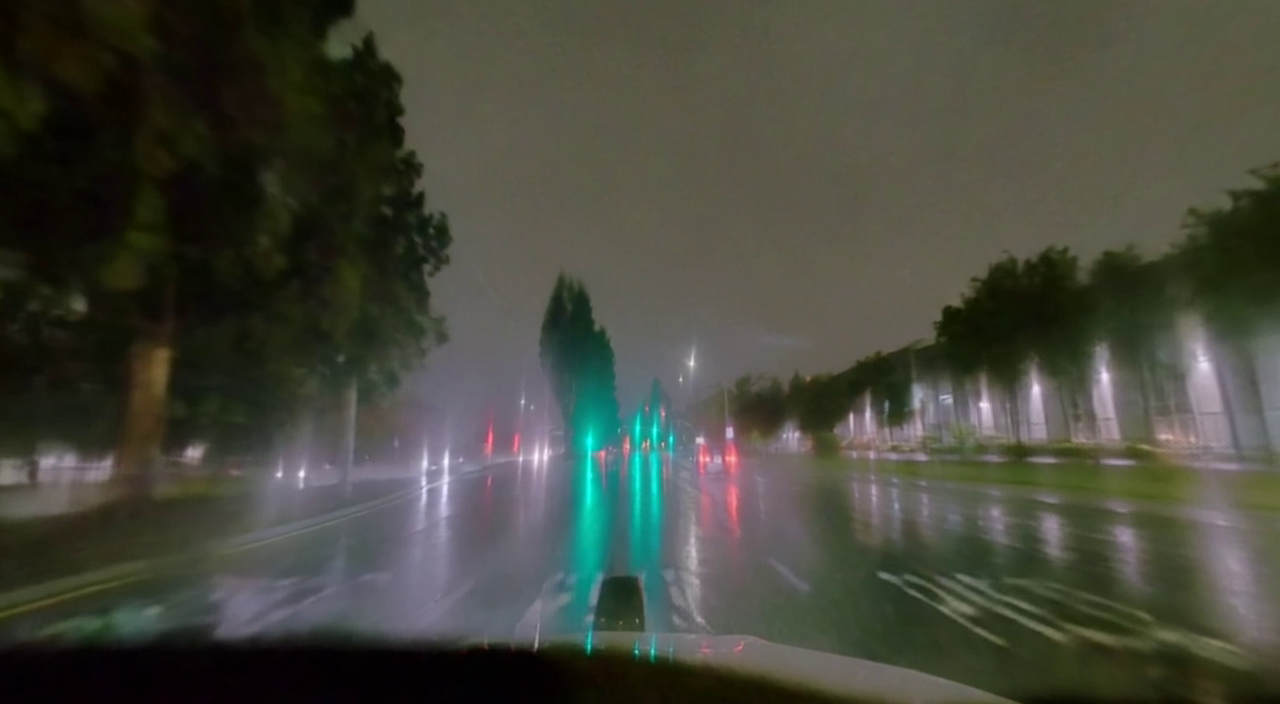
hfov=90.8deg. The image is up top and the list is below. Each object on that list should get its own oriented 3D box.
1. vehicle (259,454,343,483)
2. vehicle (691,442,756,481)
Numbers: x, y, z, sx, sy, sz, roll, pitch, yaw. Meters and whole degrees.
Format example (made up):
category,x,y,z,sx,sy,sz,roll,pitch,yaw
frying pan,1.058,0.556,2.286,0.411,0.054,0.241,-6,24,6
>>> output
category,x,y,z,sx,sy,sz,roll,pitch,yaw
vehicle,-23.245,7.972,43.458,2.025,1.792,4.643,-5,-10,29
vehicle,3.325,4.447,26.056,1.966,1.449,4.290,0,-8,-2
